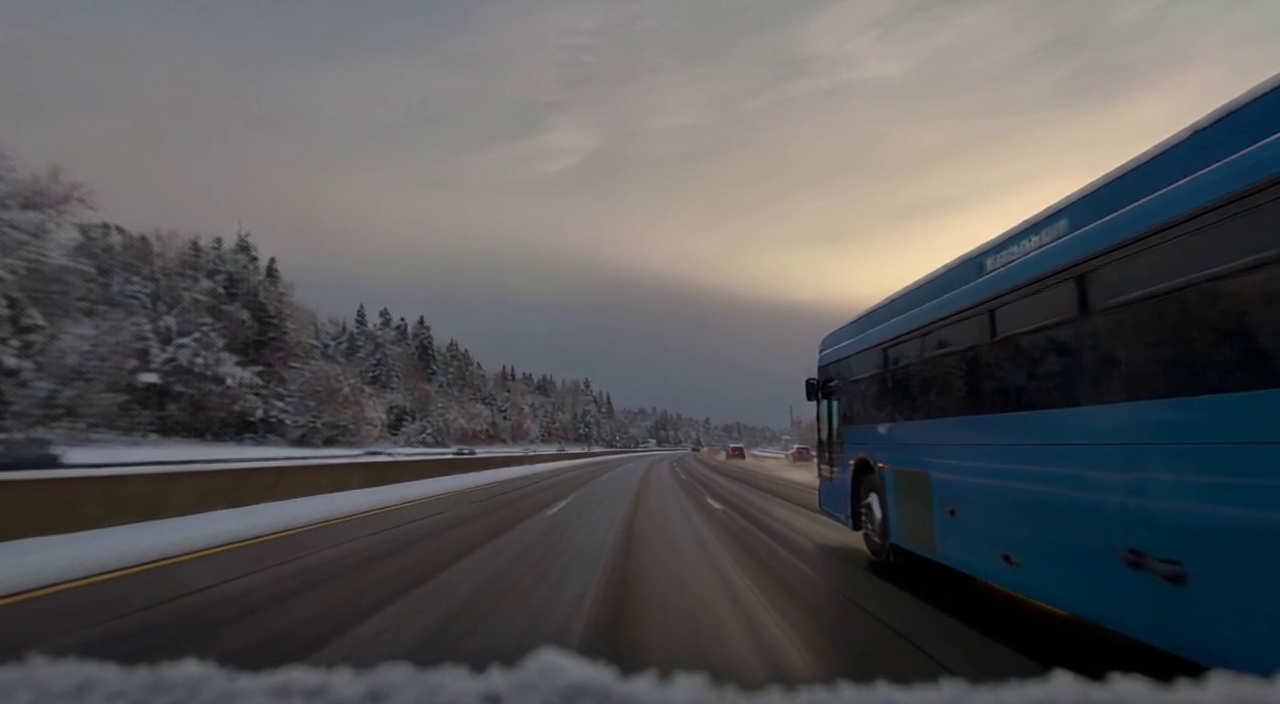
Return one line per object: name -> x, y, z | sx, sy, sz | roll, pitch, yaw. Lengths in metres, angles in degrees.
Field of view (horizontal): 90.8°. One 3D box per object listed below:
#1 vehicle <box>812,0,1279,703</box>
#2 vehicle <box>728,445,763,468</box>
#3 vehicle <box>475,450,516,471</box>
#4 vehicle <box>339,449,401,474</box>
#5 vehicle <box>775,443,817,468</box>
vehicle -> 4.346, -0.027, 2.953 | 3.144, 3.580, 14.591 | 0, -9, 1
vehicle -> 8.161, 8.141, 49.318 | 2.032, 1.654, 4.089 | 0, -8, 1
vehicle -> -10.402, 7.822, 45.852 | 1.858, 1.437, 4.376 | -1, -9, 1
vehicle -> -17.206, 6.997, 40.528 | 1.841, 1.472, 4.609 | -1, -9, 2
vehicle -> 11.781, 7.842, 48.034 | 2.151, 1.734, 4.519 | 0, -9, 1
